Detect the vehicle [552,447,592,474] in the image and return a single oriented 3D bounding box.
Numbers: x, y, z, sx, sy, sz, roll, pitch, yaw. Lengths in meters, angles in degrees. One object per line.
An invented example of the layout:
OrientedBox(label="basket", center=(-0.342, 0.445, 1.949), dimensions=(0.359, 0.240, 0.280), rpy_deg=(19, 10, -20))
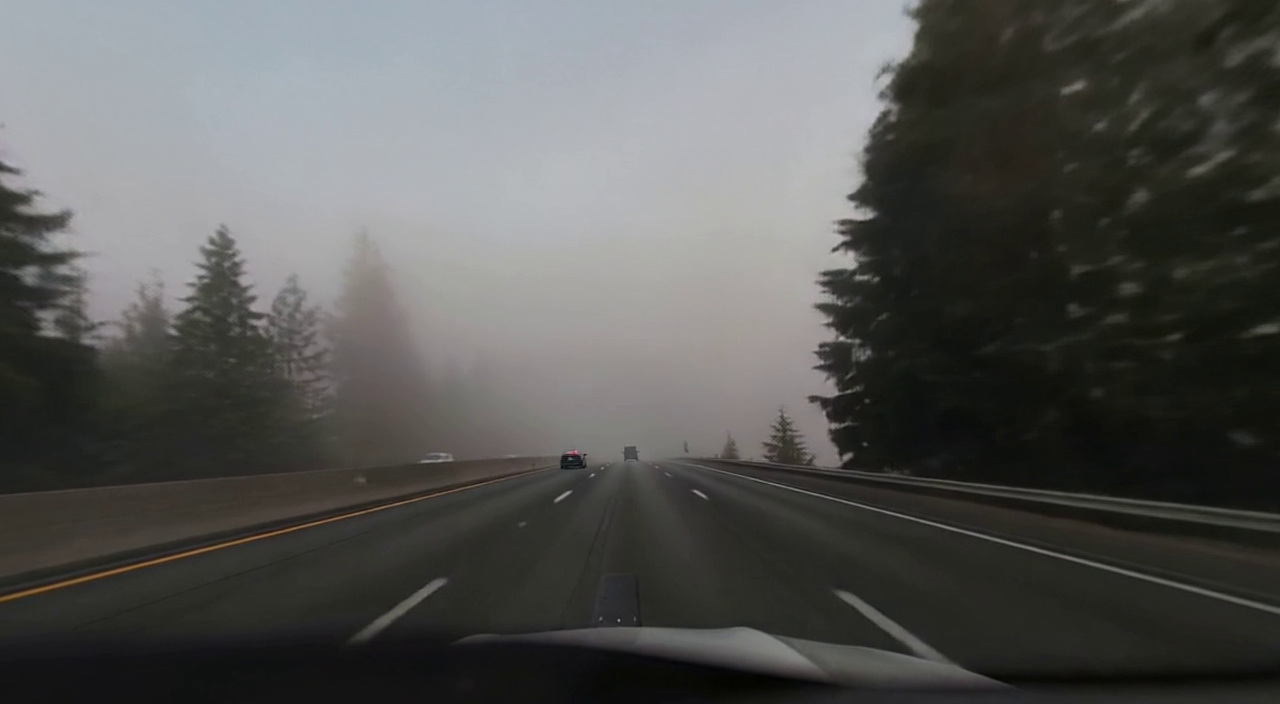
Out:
OrientedBox(label="vehicle", center=(-3.982, 6.418, 37.349), dimensions=(1.970, 1.492, 3.944), rpy_deg=(0, -9, 0))
